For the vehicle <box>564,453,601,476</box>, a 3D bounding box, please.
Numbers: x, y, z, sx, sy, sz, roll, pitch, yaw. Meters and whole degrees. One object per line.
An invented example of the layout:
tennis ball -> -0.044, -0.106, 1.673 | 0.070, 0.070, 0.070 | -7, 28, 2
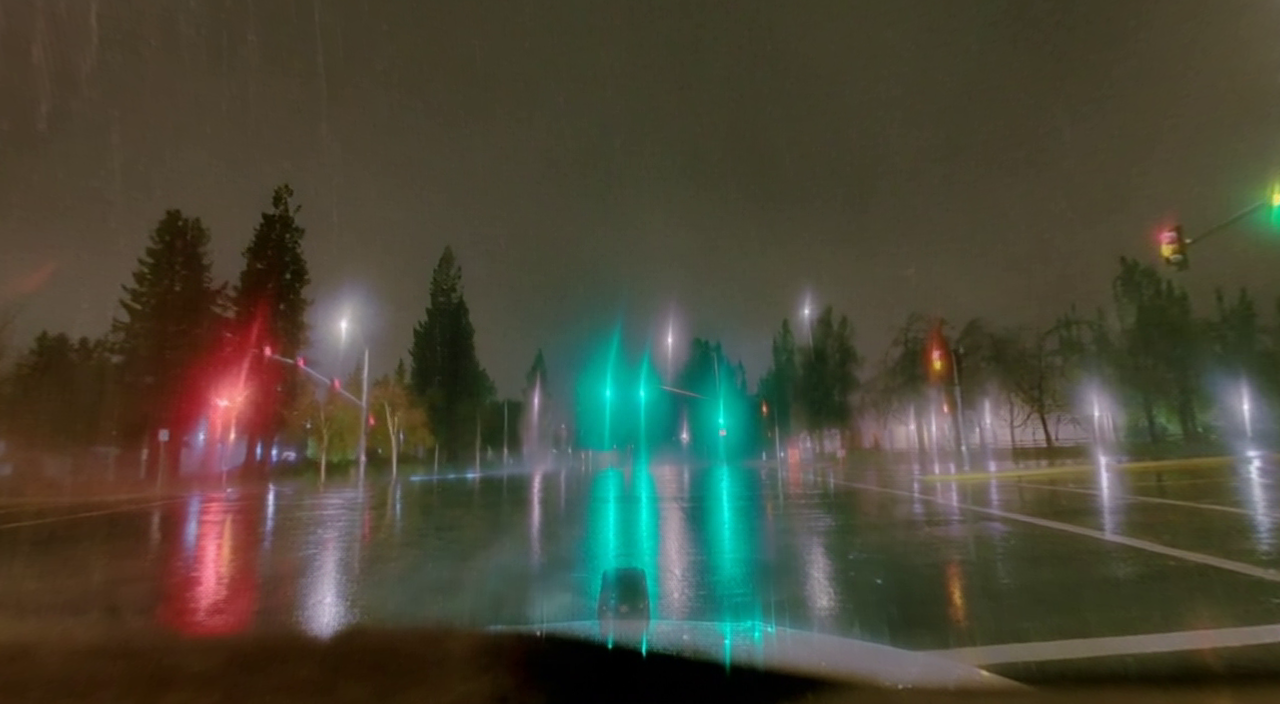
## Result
vehicle -> -4.464, 8.858, 49.865 | 2.030, 1.704, 4.205 | -1, -8, 7
